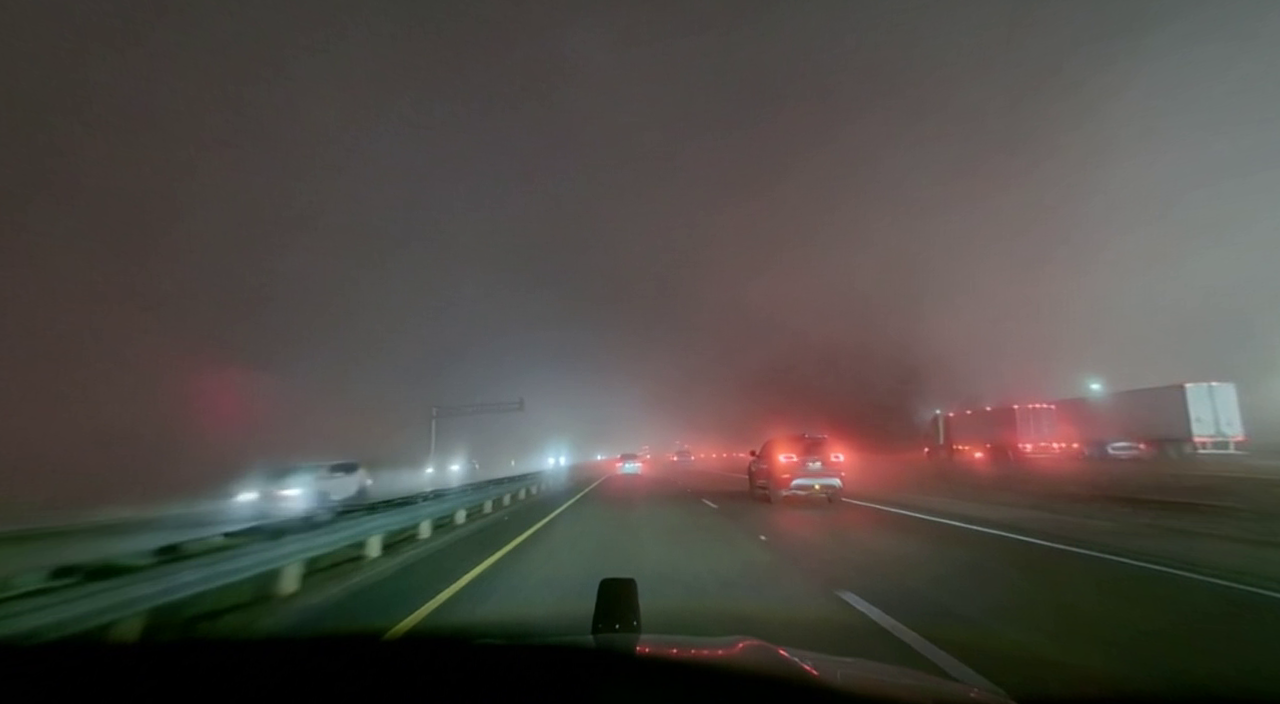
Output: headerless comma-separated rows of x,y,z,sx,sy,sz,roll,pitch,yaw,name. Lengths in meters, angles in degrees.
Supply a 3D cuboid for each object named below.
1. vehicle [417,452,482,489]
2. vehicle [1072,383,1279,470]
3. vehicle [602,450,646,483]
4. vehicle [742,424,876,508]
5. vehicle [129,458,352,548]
-9.863,6.132,32.835,1.992,1.759,4.557,0,-9,0,vehicle
27.263,4.030,32.469,2.971,3.746,10.126,-1,-9,4,vehicle
-0.770,5.660,31.232,2.029,1.483,3.769,0,-9,-1,vehicle
4.389,3.064,17.247,2.261,1.952,4.784,0,-9,-1,vehicle
-8.214,3.096,13.505,1.896,1.519,4.372,0,-9,0,vehicle
